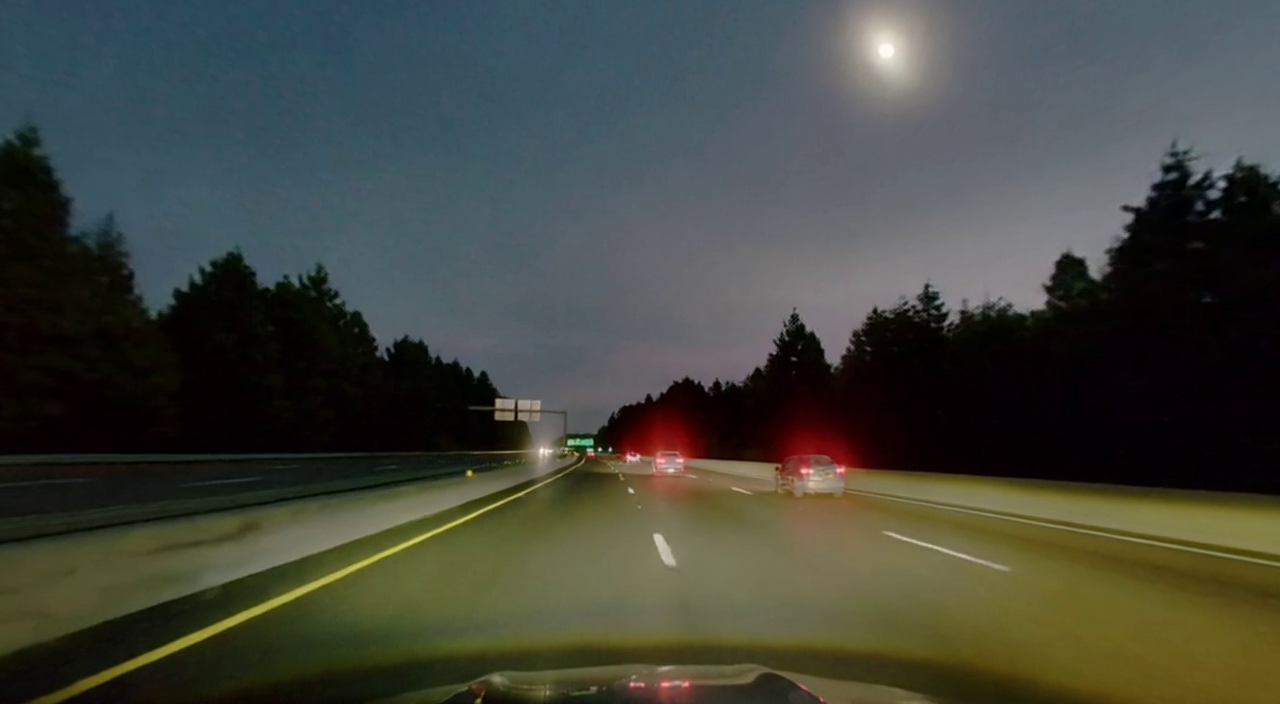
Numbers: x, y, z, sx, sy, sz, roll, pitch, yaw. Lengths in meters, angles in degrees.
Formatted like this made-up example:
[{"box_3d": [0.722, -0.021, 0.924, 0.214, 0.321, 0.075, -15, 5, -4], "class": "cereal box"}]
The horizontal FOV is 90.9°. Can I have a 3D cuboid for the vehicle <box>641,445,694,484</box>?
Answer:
[{"box_3d": [1.162, 4.983, 28.126, 2.011, 1.590, 3.607, 0, -9, -3], "class": "vehicle"}]
